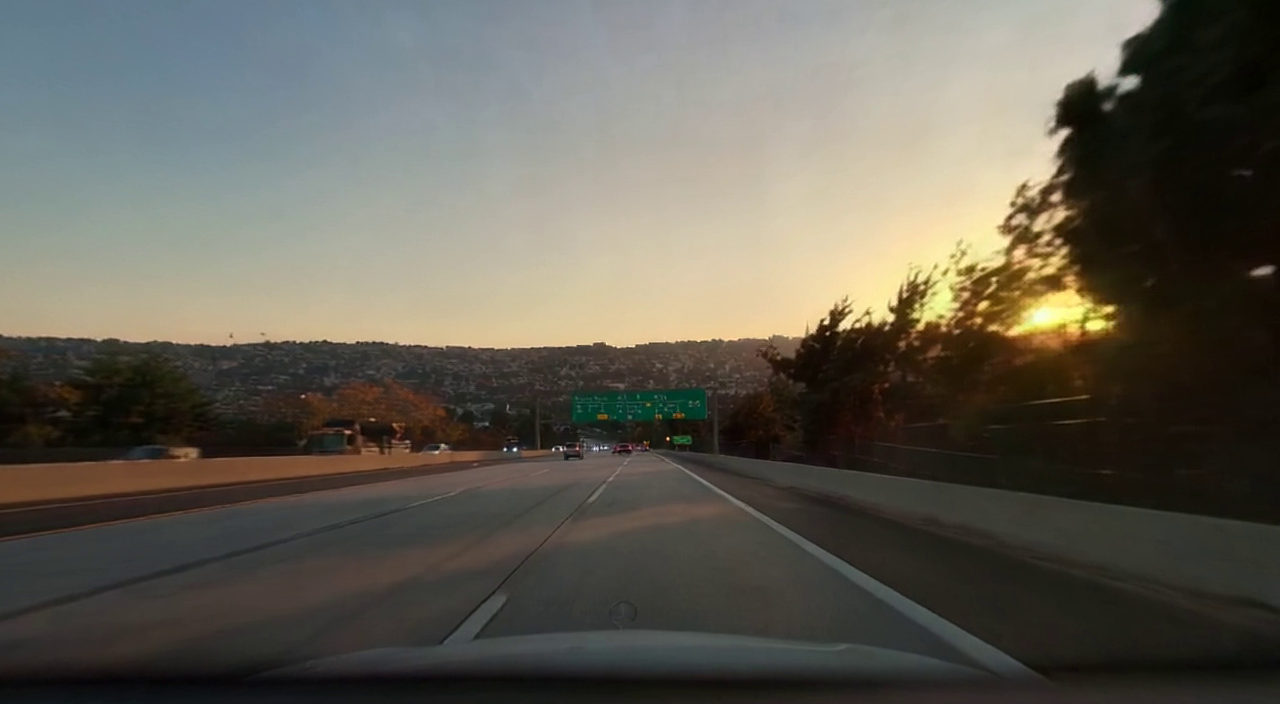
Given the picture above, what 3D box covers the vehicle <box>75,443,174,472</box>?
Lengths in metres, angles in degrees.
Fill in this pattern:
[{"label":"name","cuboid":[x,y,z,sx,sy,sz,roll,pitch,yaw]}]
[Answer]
[{"label":"vehicle","cuboid":[-30.606,6.259,37.617,1.900,1.553,4.687,1,-9,0]}]
